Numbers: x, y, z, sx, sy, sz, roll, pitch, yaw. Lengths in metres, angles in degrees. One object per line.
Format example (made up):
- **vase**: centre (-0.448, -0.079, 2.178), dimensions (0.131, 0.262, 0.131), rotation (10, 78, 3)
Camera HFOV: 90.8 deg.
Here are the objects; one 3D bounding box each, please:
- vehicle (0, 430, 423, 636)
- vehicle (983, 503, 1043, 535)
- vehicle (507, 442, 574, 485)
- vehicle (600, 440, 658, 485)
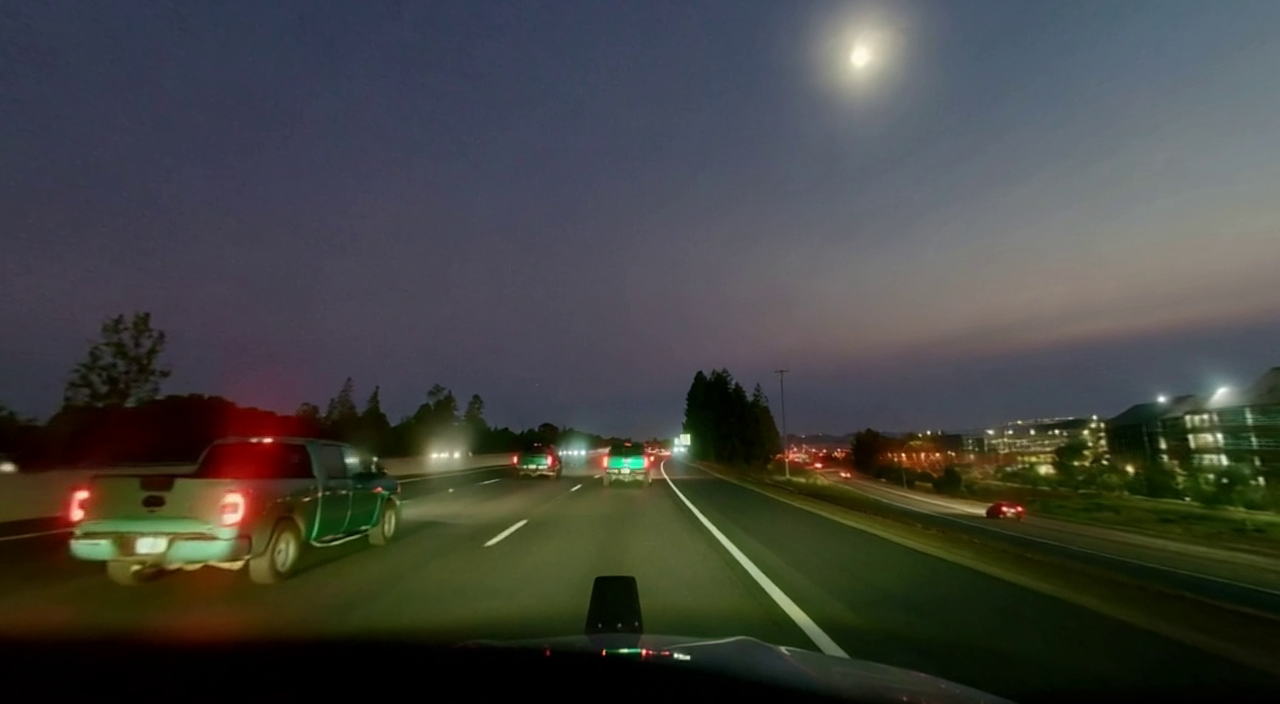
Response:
- **vehicle**: centre (-4.111, 1.639, 6.836), dimensions (1.936, 1.470, 4.402), rotation (0, -8, 0)
- **vehicle**: centre (26.527, 11.864, 45.082), dimensions (1.956, 1.594, 4.425), rotation (-1, -8, 6)
- **vehicle**: centre (-4.280, 4.867, 27.982), dimensions (2.038, 1.704, 5.181), rotation (0, -8, 1)
- **vehicle**: centre (-0.378, 4.660, 26.965), dimensions (2.293, 1.753, 4.380), rotation (0, -9, 1)
